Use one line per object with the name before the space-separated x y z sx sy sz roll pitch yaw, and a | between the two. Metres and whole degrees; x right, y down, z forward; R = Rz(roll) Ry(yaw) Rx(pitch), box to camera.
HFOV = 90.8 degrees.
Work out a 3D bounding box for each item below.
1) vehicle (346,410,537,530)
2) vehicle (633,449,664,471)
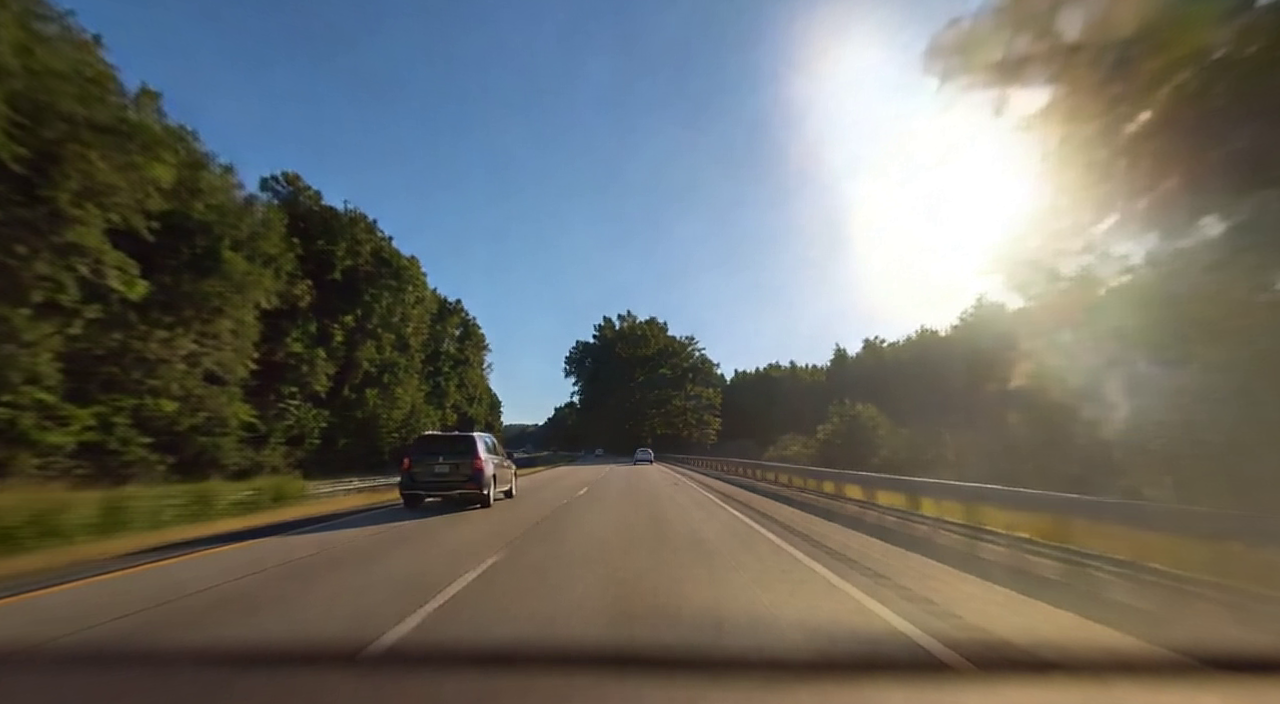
vehicle | -3.829 2.408 13.413 2.418 2.049 4.930 0 -9 0
vehicle | 0.527 7.364 43.204 2.046 1.452 4.407 0 -9 -1
